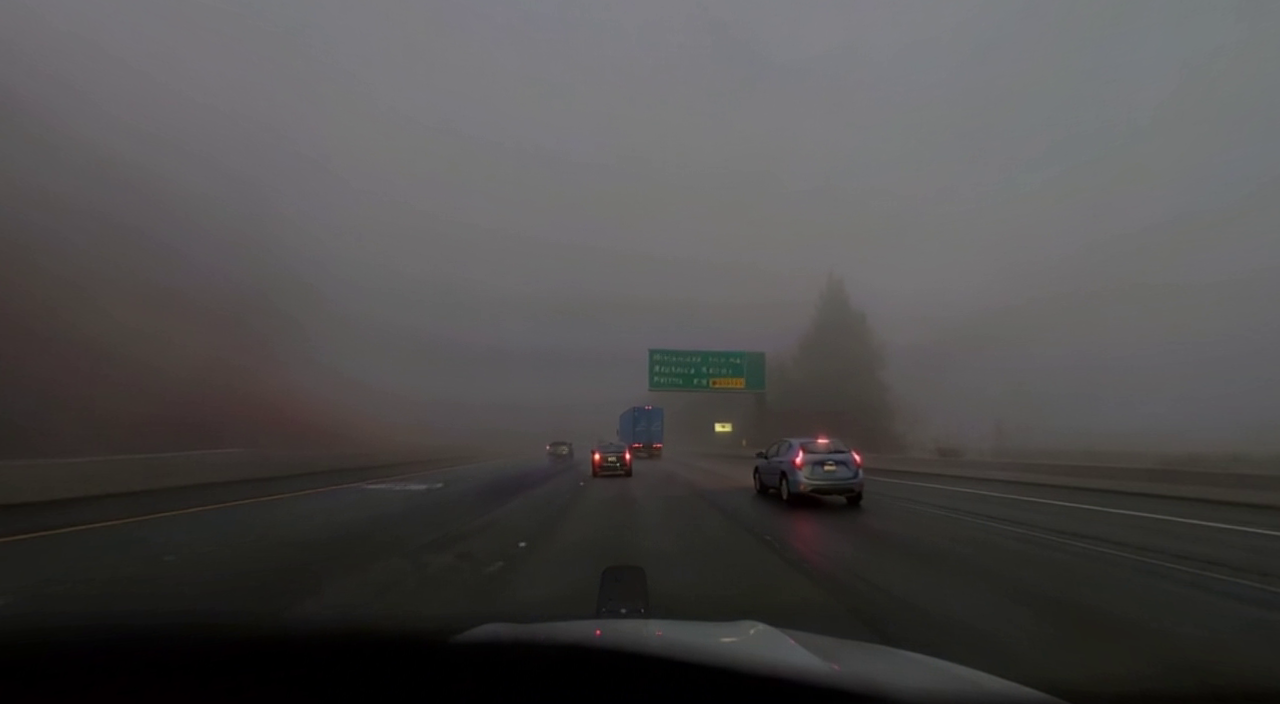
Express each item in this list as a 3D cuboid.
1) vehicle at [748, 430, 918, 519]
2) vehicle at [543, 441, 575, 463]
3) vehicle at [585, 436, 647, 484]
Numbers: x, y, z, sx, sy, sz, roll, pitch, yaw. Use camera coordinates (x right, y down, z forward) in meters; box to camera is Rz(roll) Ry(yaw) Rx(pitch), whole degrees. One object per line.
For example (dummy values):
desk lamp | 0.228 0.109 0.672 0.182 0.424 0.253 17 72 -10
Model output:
vehicle | 3.664 2.406 12.914 1.971 1.472 4.301 0 -9 -2
vehicle | -5.738 7.124 45.053 2.072 1.512 4.043 0 -9 -4
vehicle | -0.874 3.861 22.779 2.020 1.516 3.951 0 -9 -2
